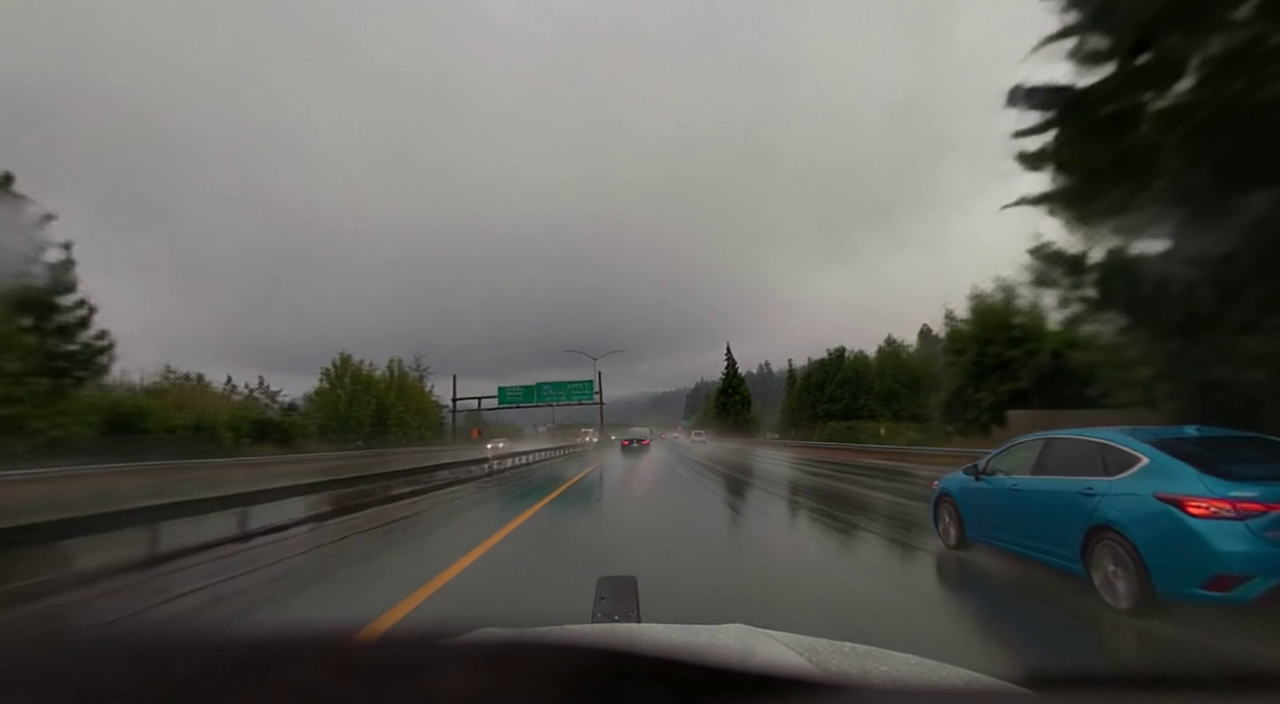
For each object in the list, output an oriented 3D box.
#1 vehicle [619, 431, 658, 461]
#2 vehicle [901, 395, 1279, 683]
[{"bbox_3d":[-0.106,5.115,34.419,2.046,1.526,3.903,0,-8,-1],"label":"vehicle"},{"bbox_3d":[4.192,1.240,5.237,1.981,1.467,4.459,0,-8,-2],"label":"vehicle"}]
